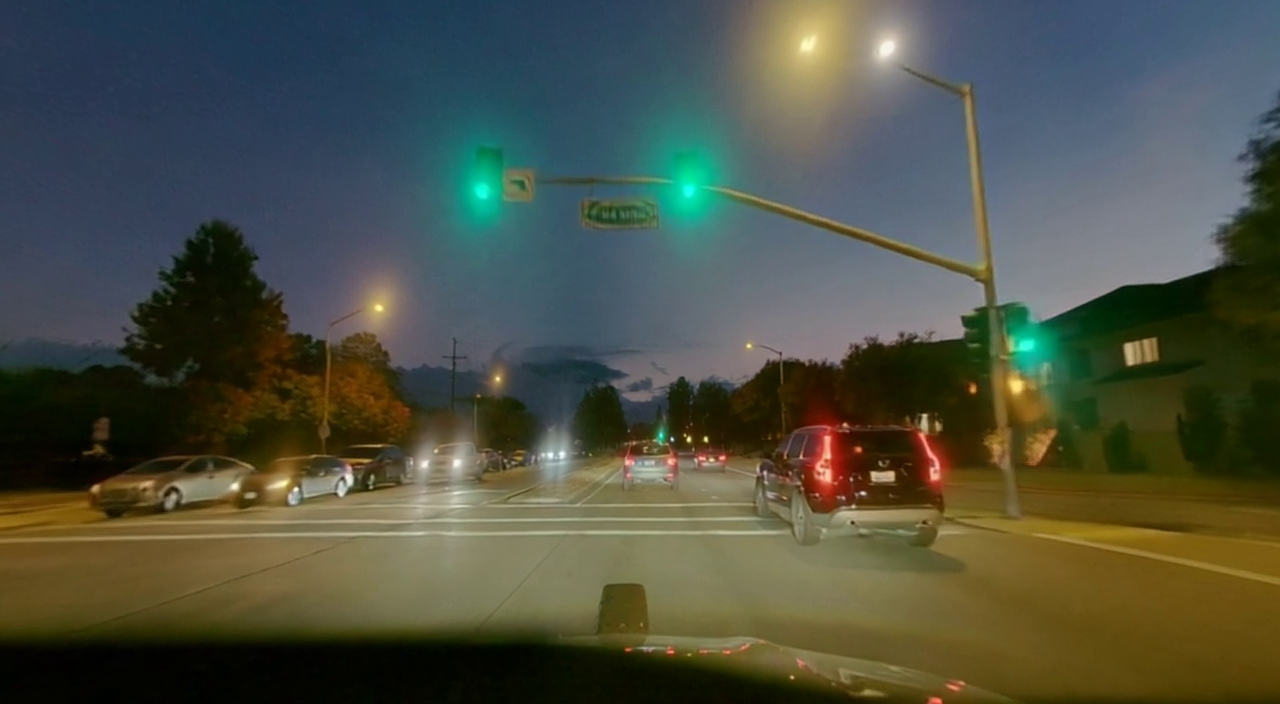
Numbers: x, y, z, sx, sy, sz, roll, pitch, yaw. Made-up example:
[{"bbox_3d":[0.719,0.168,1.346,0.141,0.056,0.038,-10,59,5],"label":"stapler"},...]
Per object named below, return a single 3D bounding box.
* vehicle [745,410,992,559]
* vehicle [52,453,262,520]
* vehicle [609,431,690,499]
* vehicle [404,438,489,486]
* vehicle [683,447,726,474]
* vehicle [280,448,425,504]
[{"bbox_3d":[3.175,1.944,9.969,2.166,1.799,4.372,0,-8,-1],"label":"vehicle"},{"bbox_3d":[-12.306,3.411,16.561,1.959,1.450,4.487,0,-8,0],"label":"vehicle"},{"bbox_3d":[0.275,3.401,19.435,2.185,1.822,4.391,0,-8,0],"label":"vehicle"},{"bbox_3d":[-8.487,4.839,28.153,2.182,1.939,4.889,0,-8,1],"label":"vehicle"},{"bbox_3d":[3.814,6.457,37.879,2.096,1.489,4.757,0,-8,0],"label":"vehicle"},{"bbox_3d":[-8.340,3.627,18.904,2.083,1.420,4.702,0,-8,1],"label":"vehicle"}]
